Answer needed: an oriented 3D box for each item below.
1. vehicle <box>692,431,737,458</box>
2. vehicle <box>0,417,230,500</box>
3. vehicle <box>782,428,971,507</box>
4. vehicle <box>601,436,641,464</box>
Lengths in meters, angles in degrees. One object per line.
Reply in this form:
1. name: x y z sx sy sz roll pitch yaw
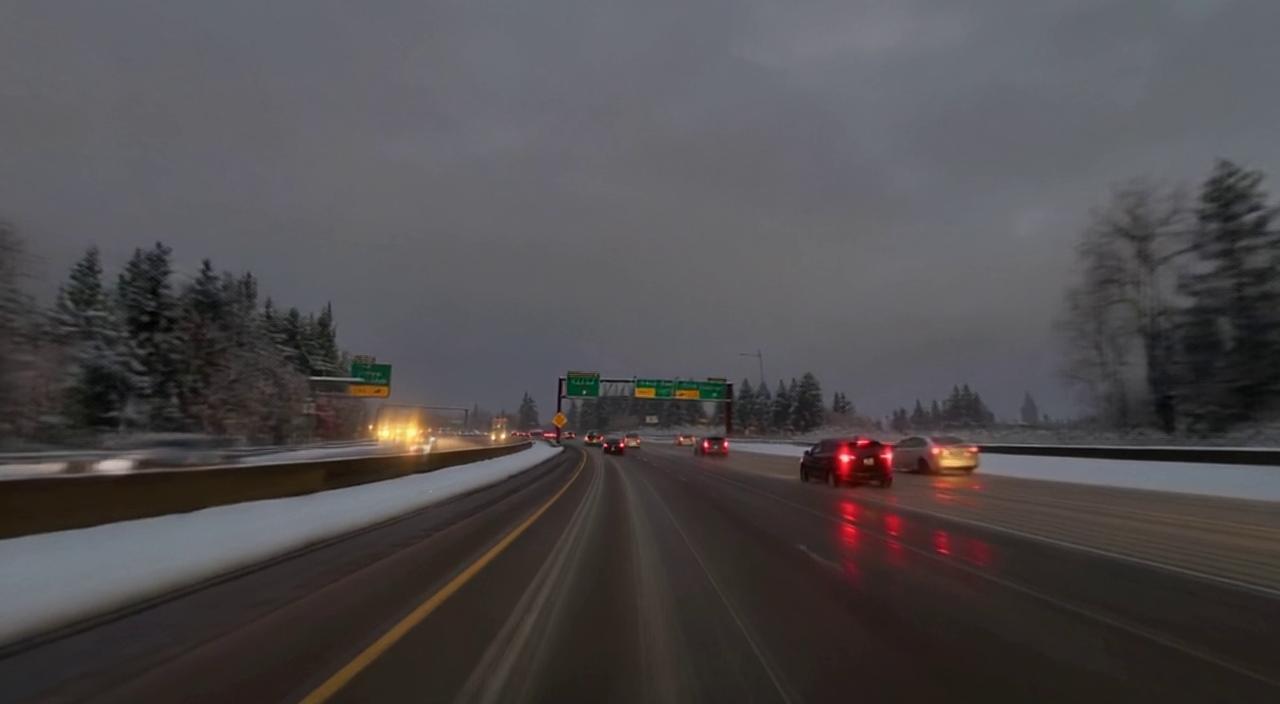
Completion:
1. vehicle: 4.803 6.024 41.195 2.094 1.652 3.955 1 -9 -5
2. vehicle: -12.470 2.531 15.313 1.954 1.693 4.417 0 -9 1
3. vehicle: 5.090 2.562 14.526 2.196 1.494 4.735 1 -9 -5
4. vehicle: -1.150 5.678 36.818 2.090 1.510 4.280 1 -9 -5
